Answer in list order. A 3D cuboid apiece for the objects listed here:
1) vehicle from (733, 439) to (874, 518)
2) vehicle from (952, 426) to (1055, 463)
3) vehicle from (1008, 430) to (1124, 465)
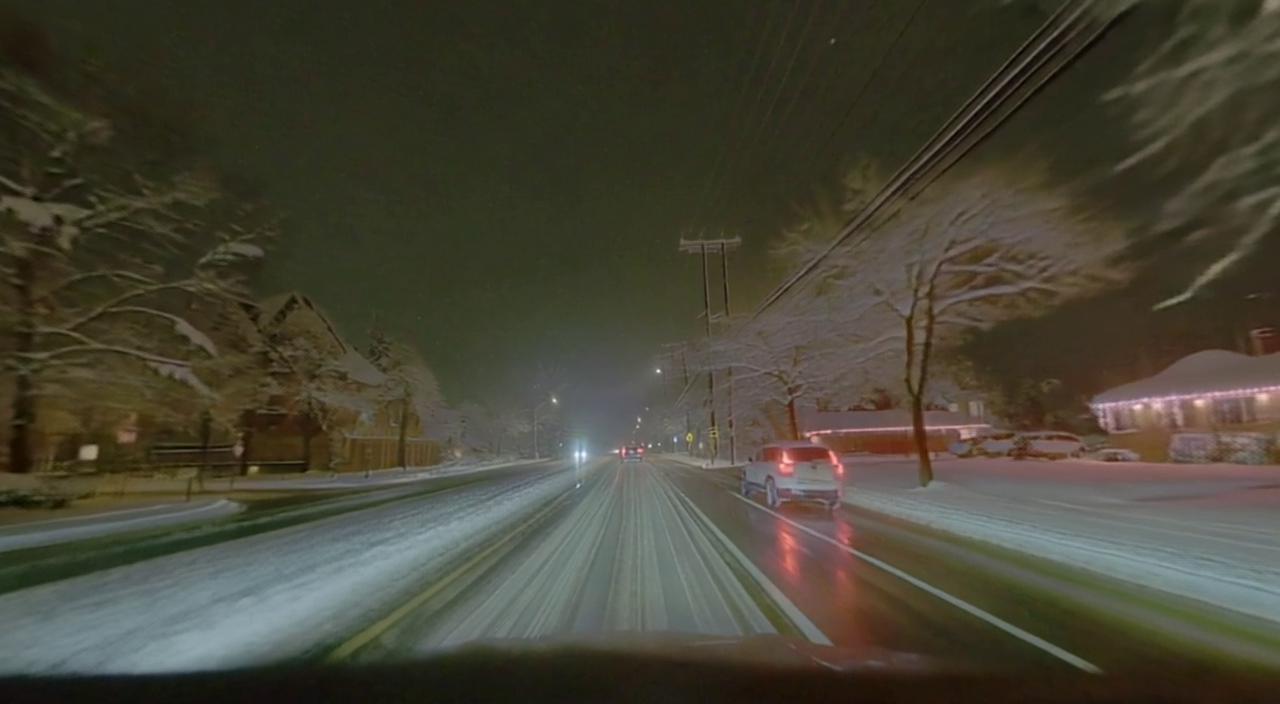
[{"bbox_3d":[3.957,3.117,16.188,2.124,1.524,4.698,6,-9,-2],"label":"vehicle"},{"bbox_3d":[22.012,5.625,38.389,4.894,1.828,2.202,-3,-10,-8],"label":"vehicle"},{"bbox_3d":[21.241,4.778,31.563,4.536,1.654,1.931,1,-9,-7],"label":"vehicle"}]
